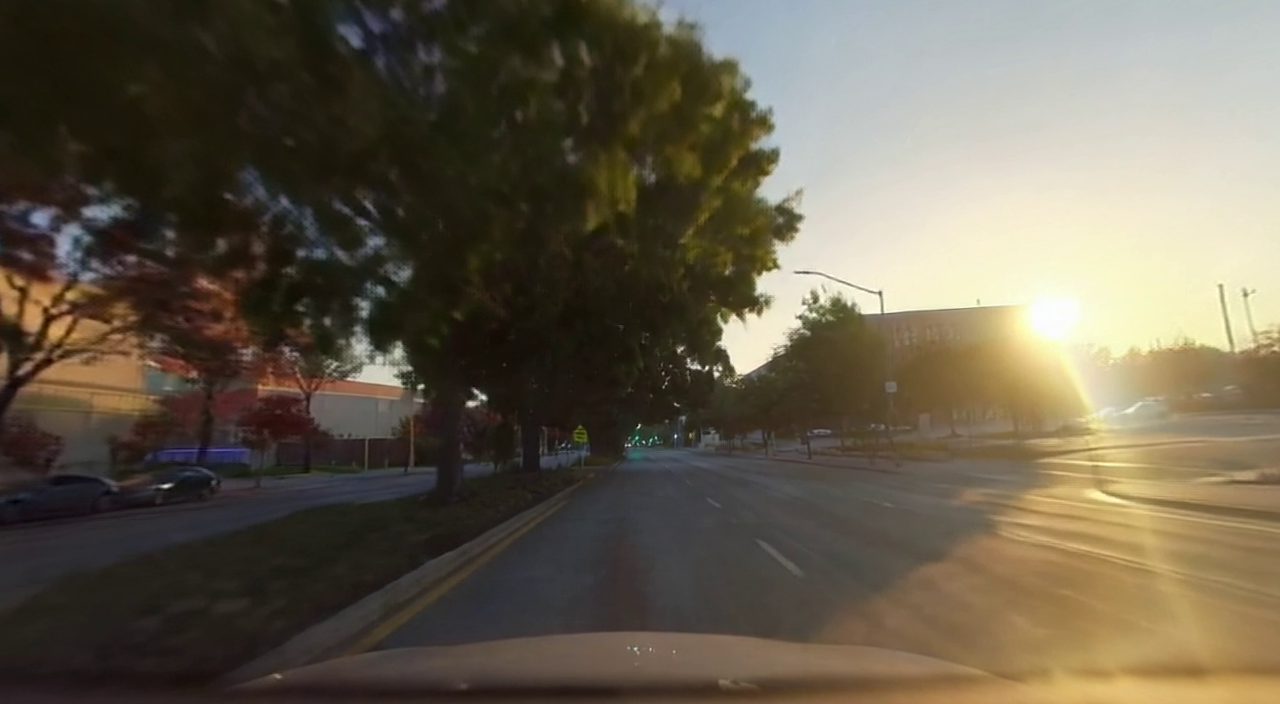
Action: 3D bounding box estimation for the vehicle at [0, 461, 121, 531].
[{"bbox_3d":[-19.162,4.381,19.604,2.255,1.848,4.617,0,-8,-3],"label":"vehicle"}]

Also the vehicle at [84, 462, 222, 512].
[{"bbox_3d":[-19.314,5.342,25.404,1.965,1.665,4.577,-2,-9,-1],"label":"vehicle"}]
